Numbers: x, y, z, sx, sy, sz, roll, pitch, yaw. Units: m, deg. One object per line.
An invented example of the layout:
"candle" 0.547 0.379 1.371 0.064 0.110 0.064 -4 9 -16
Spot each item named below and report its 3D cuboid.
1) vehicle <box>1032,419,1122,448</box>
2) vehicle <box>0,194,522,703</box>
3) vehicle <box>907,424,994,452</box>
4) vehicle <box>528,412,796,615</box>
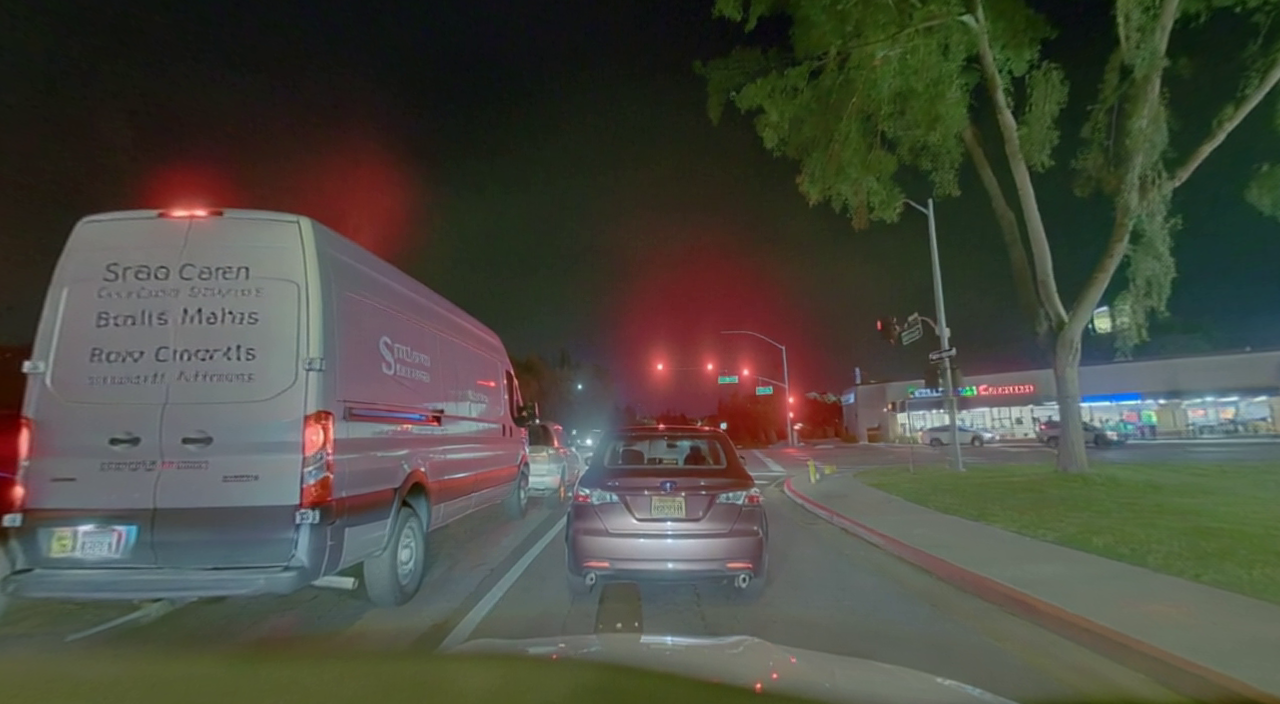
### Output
"vehicle" 32.001 6.023 46.164 5.084 2.041 2.360 2 -9 -9
"vehicle" -3.078 0.953 6.458 2.555 3.035 5.702 0 -8 0
"vehicle" 21.930 6.101 44.518 5.021 1.848 2.210 1 -9 -9
"vehicle" 0.365 1.757 7.849 2.398 1.773 4.254 -1 -8 5
